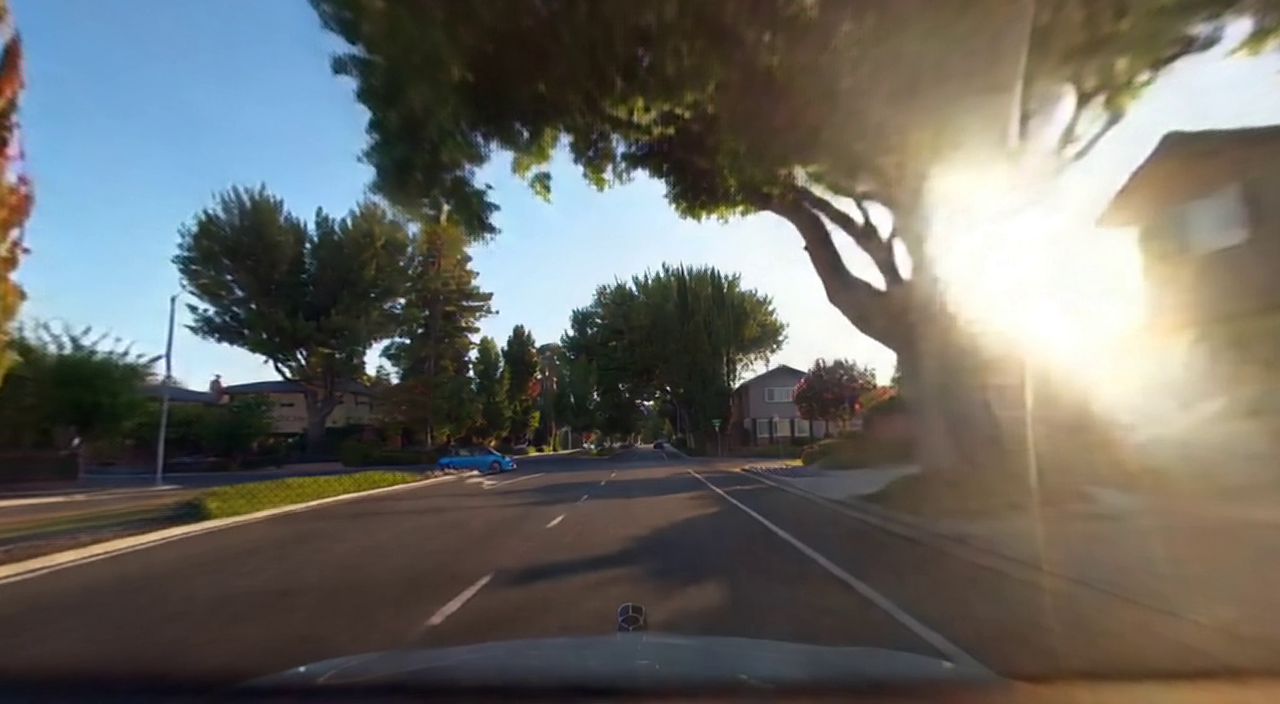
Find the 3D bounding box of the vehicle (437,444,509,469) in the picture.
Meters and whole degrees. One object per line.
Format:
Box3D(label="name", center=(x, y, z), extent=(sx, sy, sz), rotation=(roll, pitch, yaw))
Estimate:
Box3D(label="vehicle", center=(-11.916, 7.436, 44.963), extent=(4.788, 1.666, 2.170), rotation=(3, -9, -17))
